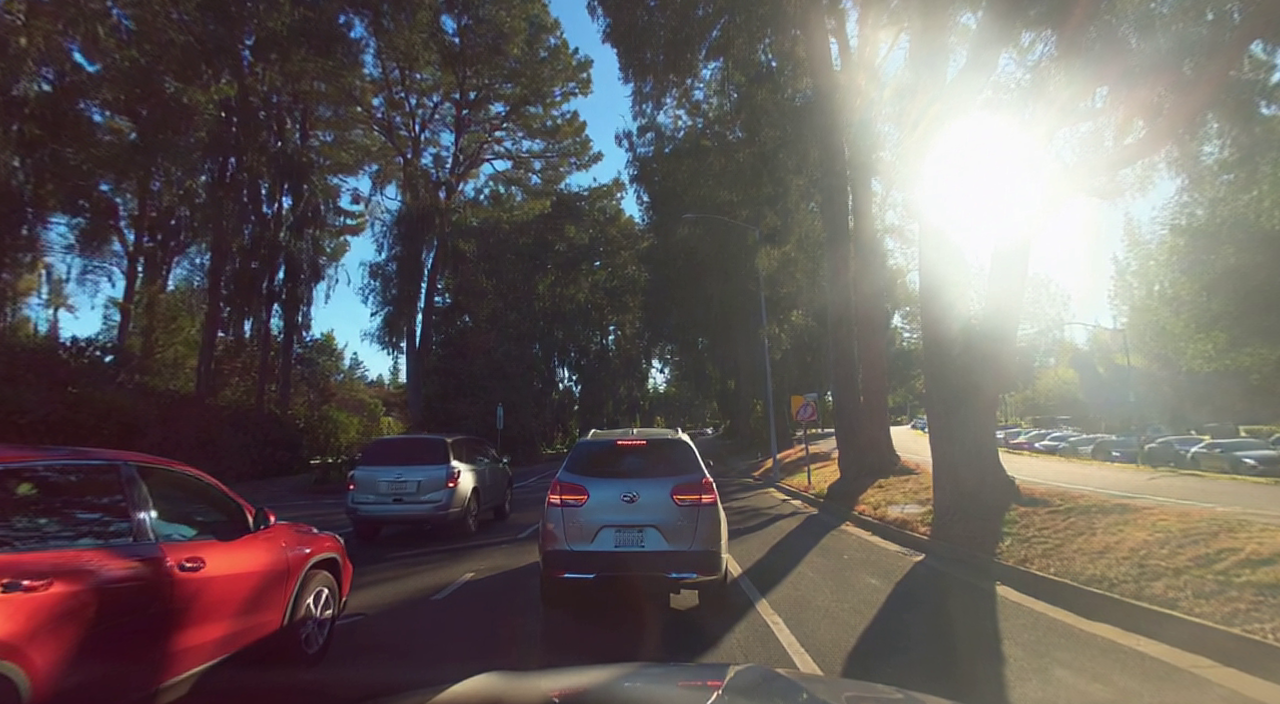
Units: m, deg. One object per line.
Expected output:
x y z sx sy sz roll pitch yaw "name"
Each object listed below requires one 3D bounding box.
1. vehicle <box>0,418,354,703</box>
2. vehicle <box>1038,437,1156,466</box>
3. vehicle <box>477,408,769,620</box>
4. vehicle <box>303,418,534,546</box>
-3.711 1.159 3.647 1.922 1.464 4.424 0 -8 2 "vehicle"
28.464 6.207 39.457 5.955 1.702 2.166 1 -8 -6 "vehicle"
-0.036 1.521 6.842 2.229 1.591 3.897 -1 -8 3 "vehicle"
-3.446 2.125 11.053 2.188 1.745 4.618 0 -8 2 "vehicle"
